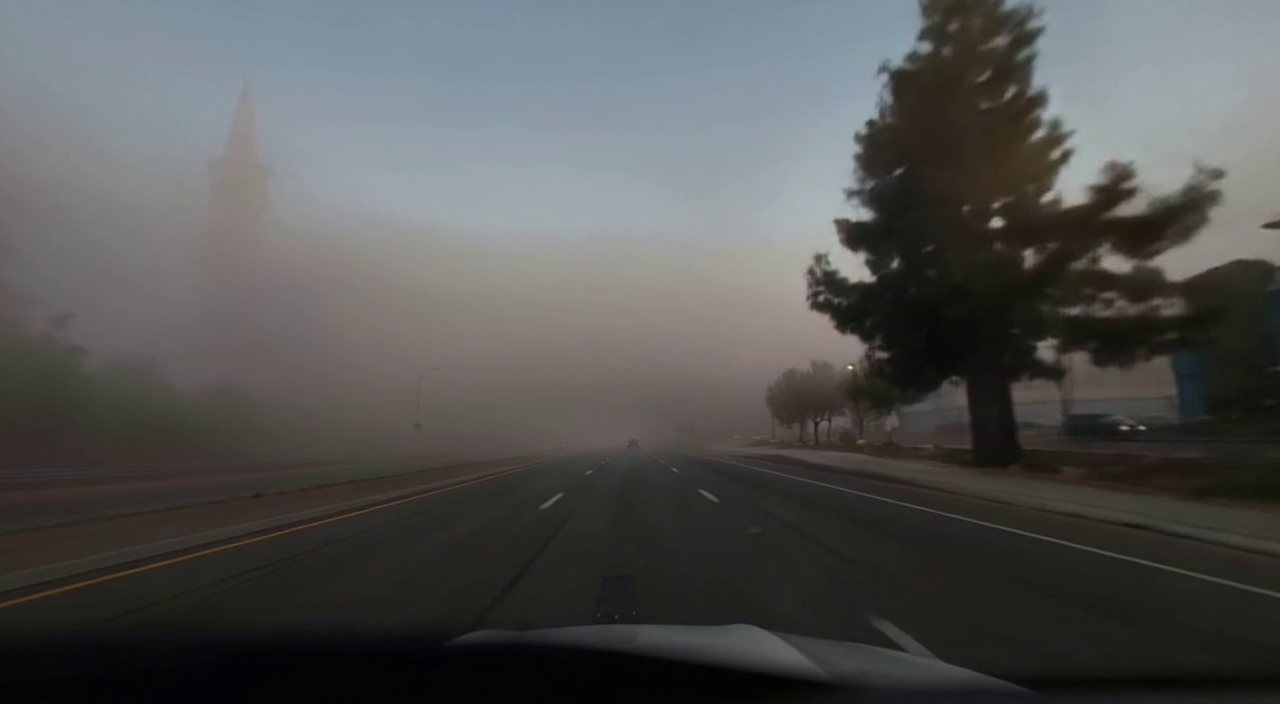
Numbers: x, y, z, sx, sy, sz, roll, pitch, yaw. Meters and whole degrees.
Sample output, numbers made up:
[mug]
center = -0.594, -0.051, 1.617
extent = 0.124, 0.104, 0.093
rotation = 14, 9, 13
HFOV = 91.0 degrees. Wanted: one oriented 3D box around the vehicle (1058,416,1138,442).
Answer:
[vehicle]
center = 29.695, 5.056, 41.027
extent = 1.970, 1.474, 4.550
rotation = -5, -8, 4
